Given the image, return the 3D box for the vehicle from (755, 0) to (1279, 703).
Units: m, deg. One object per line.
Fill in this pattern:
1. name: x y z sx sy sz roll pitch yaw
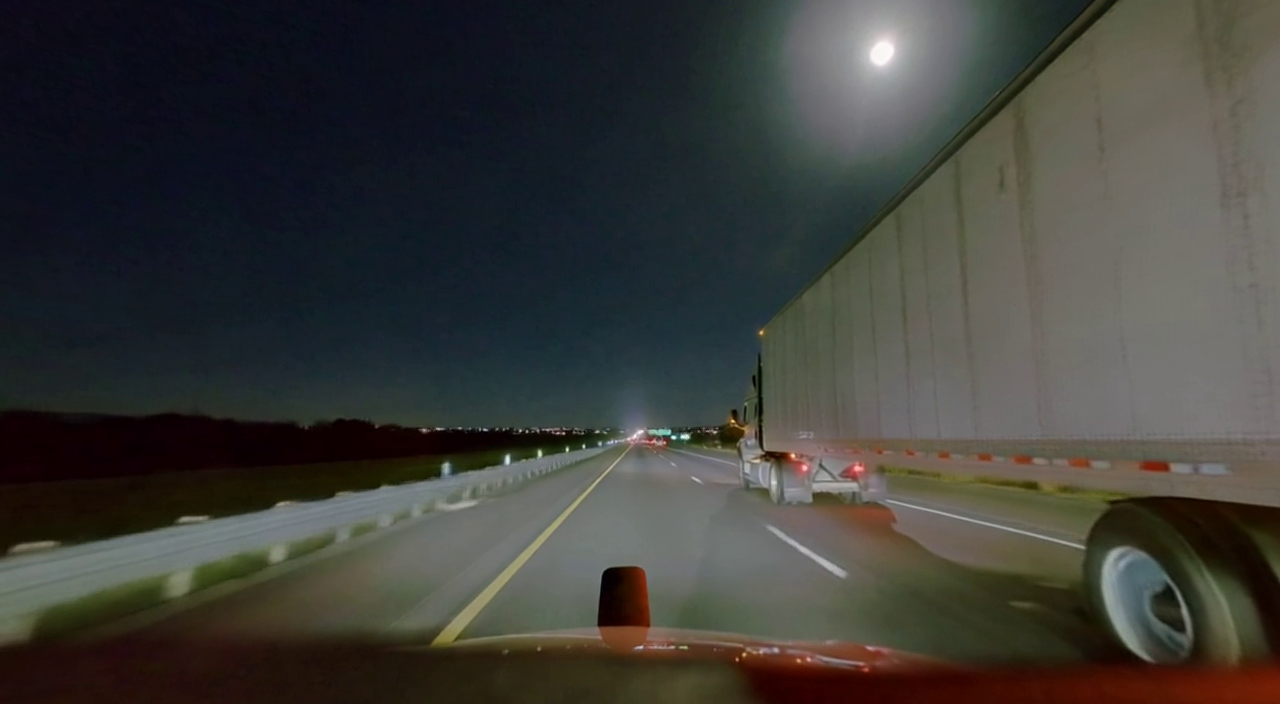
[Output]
1. vehicle: 4.210 0.483 7.919 3.006 4.093 14.142 0 -8 1
